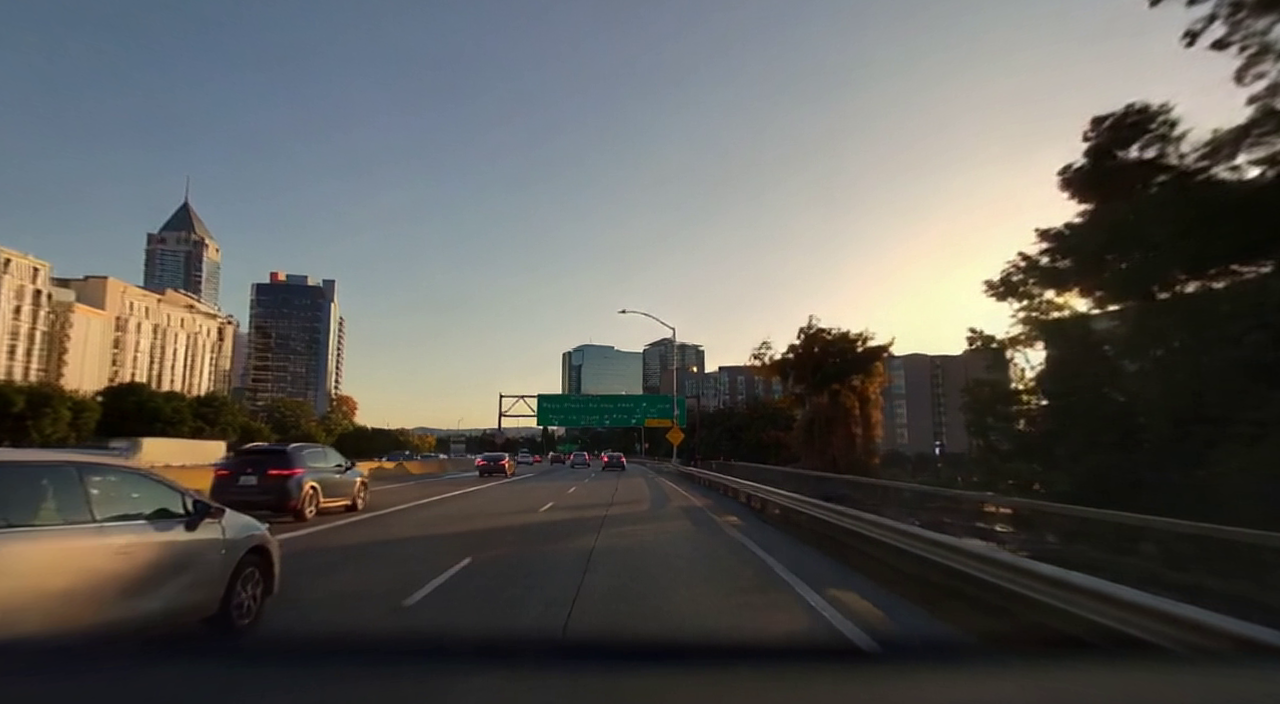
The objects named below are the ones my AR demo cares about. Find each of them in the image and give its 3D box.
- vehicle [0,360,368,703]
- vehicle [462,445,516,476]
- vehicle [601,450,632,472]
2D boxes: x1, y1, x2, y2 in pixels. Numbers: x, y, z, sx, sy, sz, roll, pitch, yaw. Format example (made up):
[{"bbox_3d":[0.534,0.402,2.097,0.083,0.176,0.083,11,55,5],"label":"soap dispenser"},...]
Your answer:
[{"bbox_3d":[-3.587,1.048,3.495,2.036,1.717,4.592,0,-9,1],"label":"vehicle"},{"bbox_3d":[-8.657,6.264,36.557,2.065,1.689,4.399,0,-9,-1],"label":"vehicle"},{"bbox_3d":[-1.677,7.724,44.874,2.110,1.501,4.319,0,-9,-2],"label":"vehicle"}]
